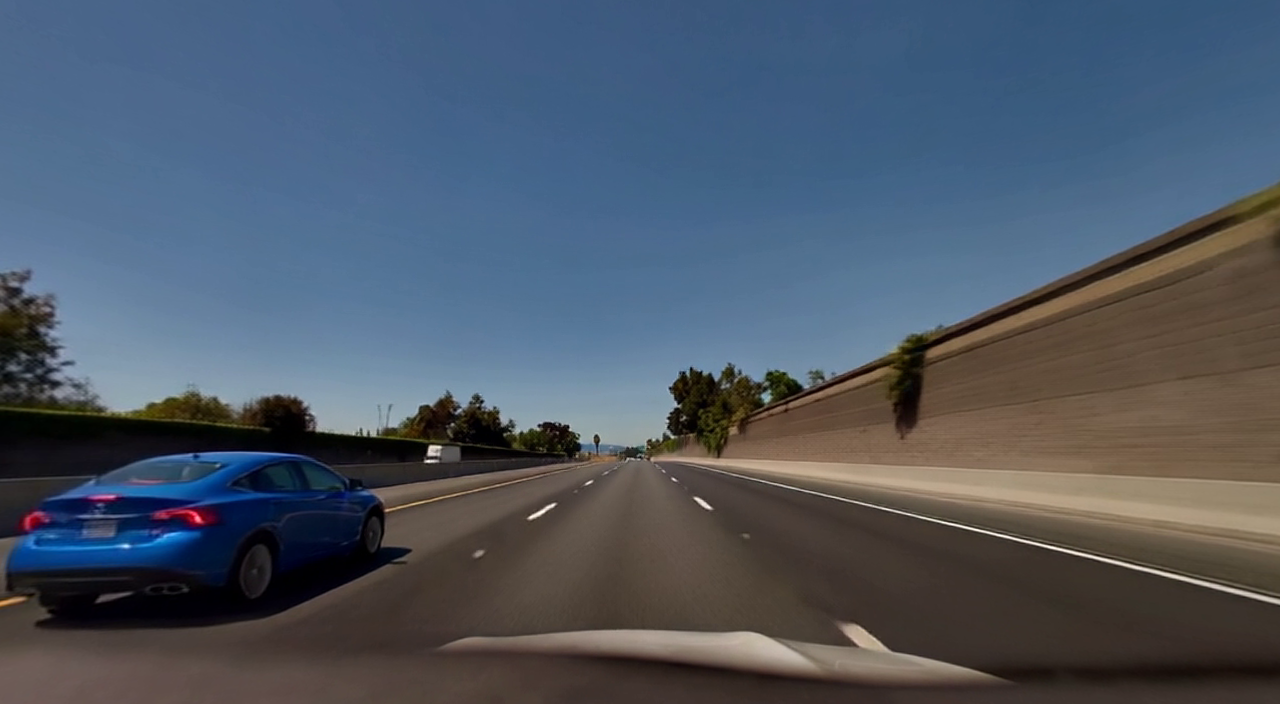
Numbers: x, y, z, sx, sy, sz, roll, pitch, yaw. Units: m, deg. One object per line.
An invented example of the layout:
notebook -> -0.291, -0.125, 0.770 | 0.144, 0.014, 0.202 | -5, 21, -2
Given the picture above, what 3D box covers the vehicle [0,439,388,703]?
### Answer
vehicle -> -3.926, 1.516, 5.352 | 1.935, 1.479, 3.787 | 0, -9, 1
